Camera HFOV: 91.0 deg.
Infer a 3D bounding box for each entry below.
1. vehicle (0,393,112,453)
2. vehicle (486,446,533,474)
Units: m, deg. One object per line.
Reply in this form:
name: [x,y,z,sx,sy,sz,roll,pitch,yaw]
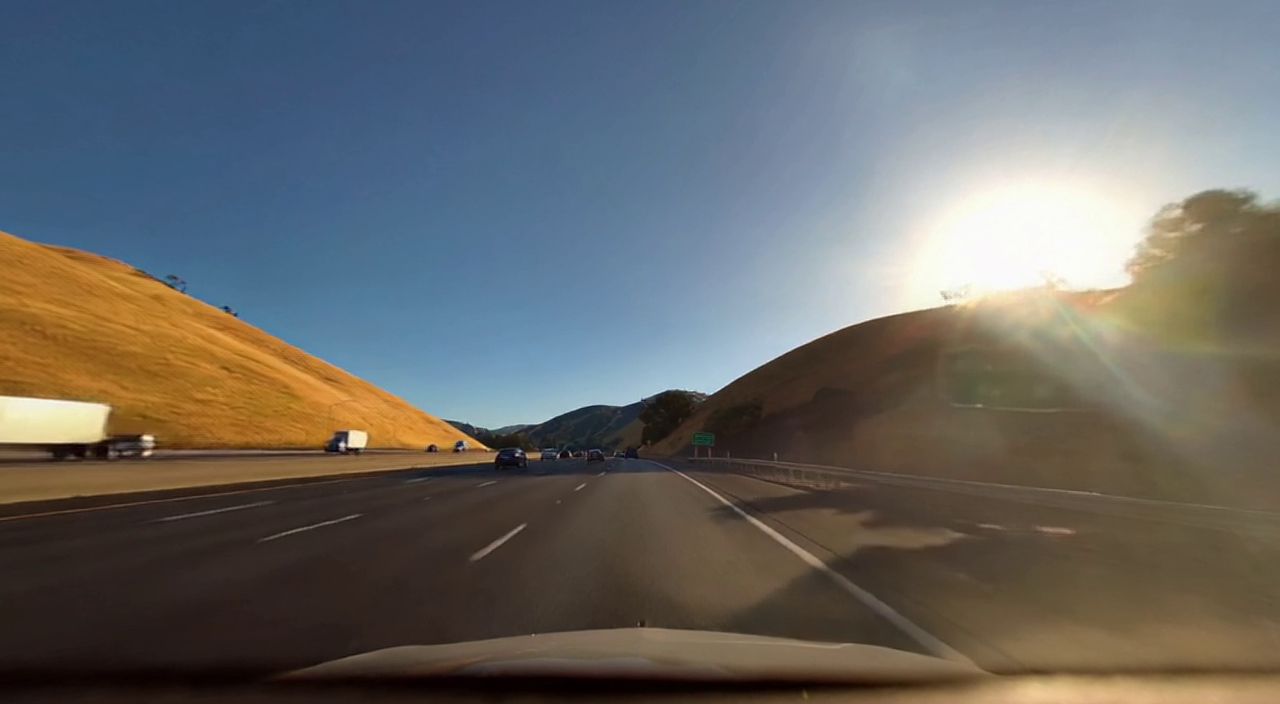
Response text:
vehicle: [-44.587,4.899,43.271,2.908,4.006,16.541,1,-9,-3]
vehicle: [-8.086,6.744,39.487,2.045,1.624,4.338,0,-9,-1]
